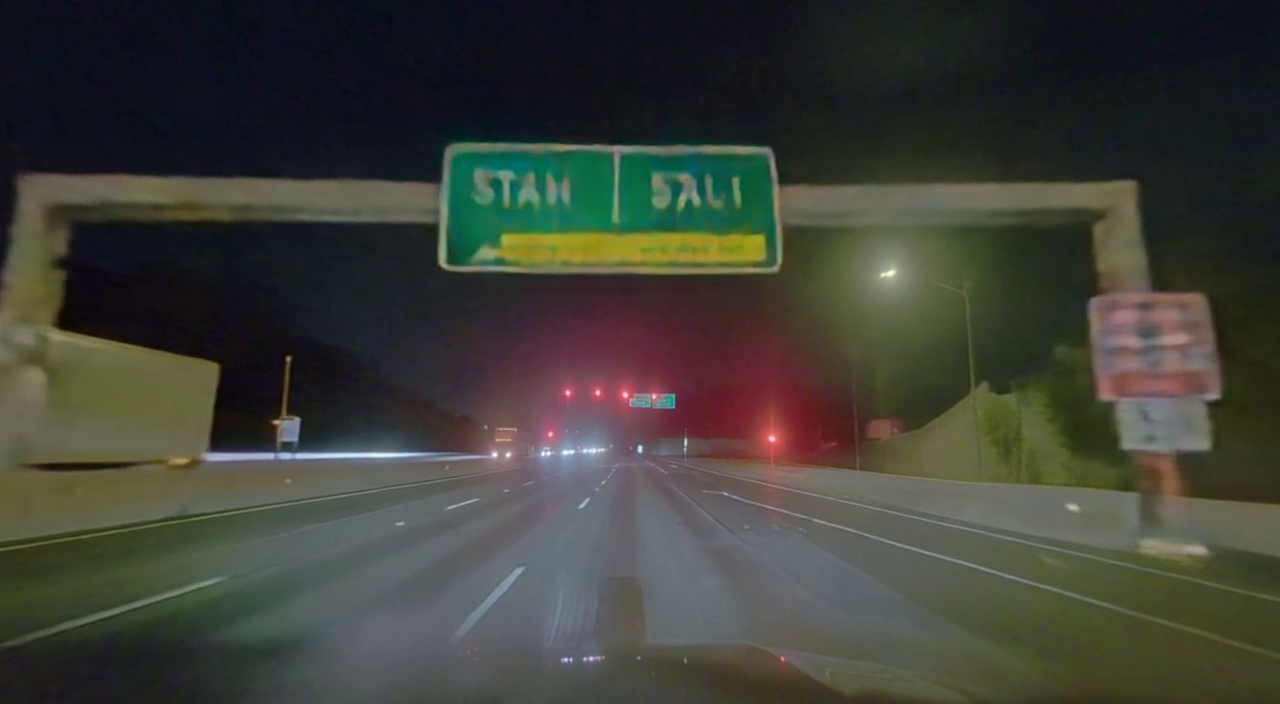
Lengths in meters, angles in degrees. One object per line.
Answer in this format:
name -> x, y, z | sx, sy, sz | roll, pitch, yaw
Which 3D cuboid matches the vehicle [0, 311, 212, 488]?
vehicle -> -15.551, 1.447, 16.426 | 2.883, 3.846, 8.312 | 0, -9, 0
